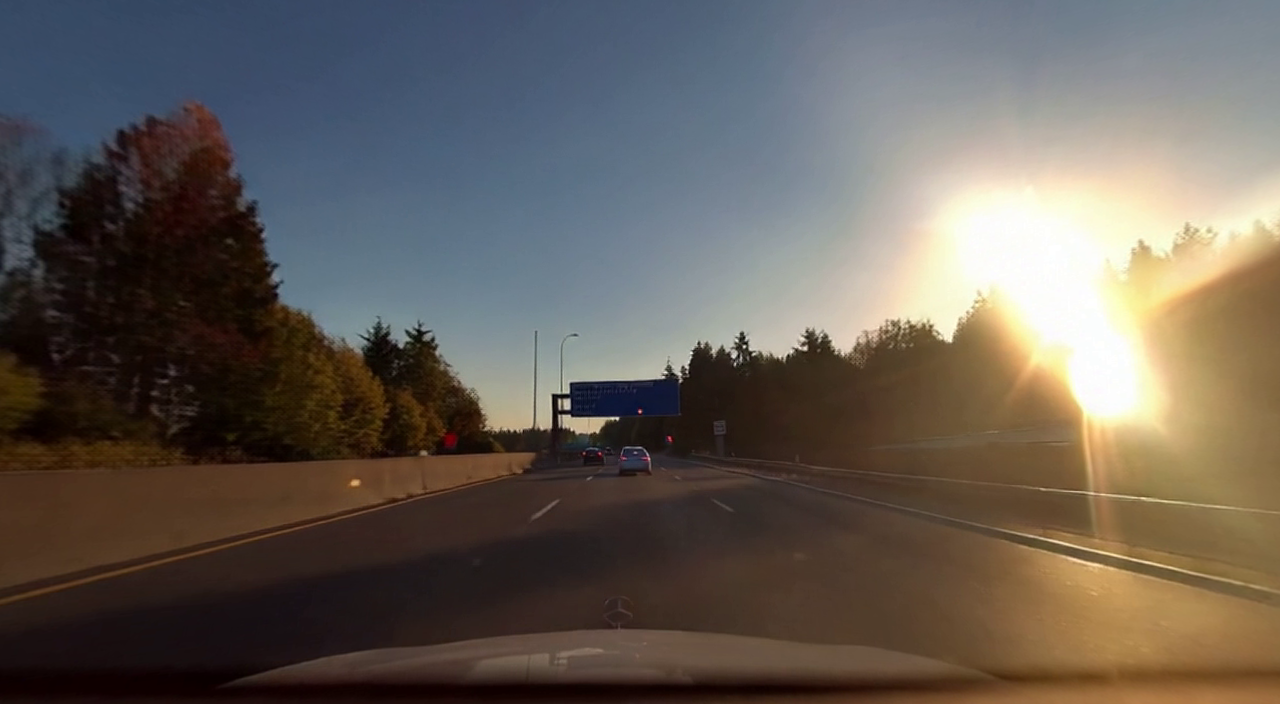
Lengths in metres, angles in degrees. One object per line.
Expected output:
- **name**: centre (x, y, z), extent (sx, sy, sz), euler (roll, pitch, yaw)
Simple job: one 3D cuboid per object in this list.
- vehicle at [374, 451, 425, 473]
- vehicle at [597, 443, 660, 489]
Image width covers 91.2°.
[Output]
- **vehicle**: centre (-17.293, 7.929, 45.312), extent (1.893, 1.464, 4.526), euler (-1, -9, 0)
- **vehicle**: centre (-0.408, 4.097, 22.796), extent (2.066, 1.490, 3.759), euler (0, -9, -1)
